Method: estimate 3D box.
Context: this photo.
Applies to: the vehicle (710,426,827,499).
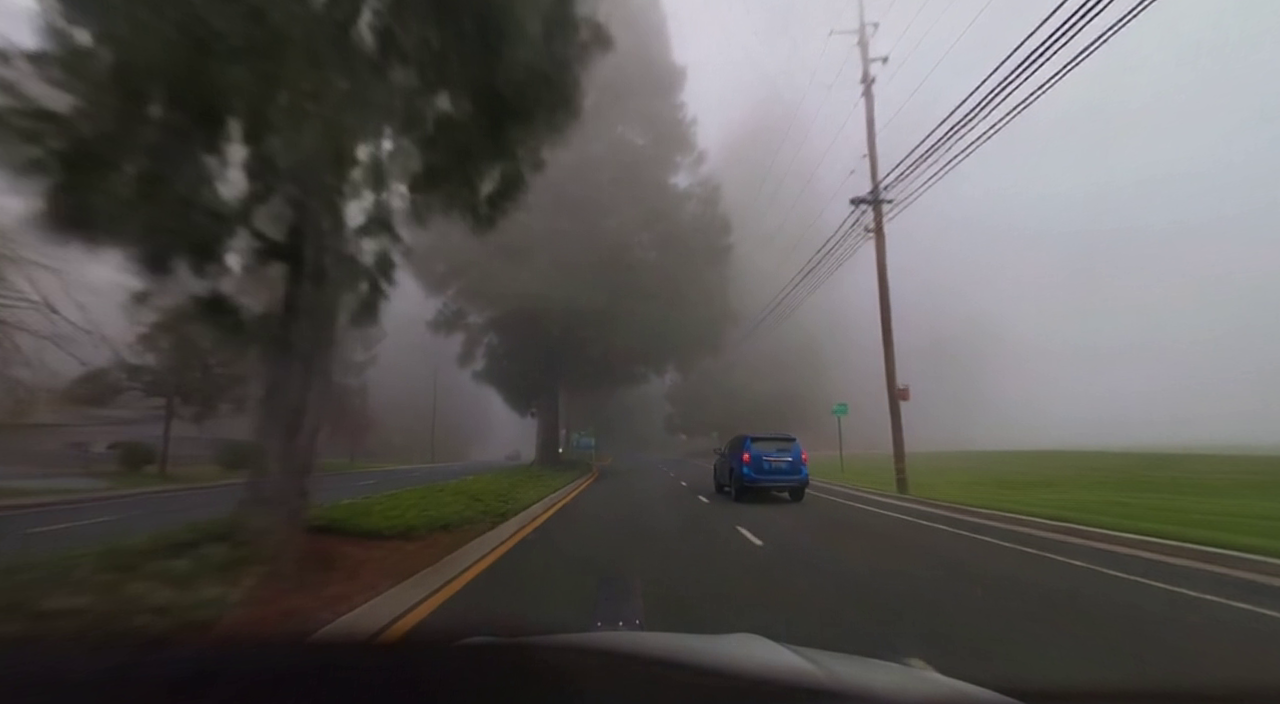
[{"bbox_3d":[3.440,3.100,18.078,2.193,1.777,4.772,0,-9,-2],"label":"vehicle"}]
